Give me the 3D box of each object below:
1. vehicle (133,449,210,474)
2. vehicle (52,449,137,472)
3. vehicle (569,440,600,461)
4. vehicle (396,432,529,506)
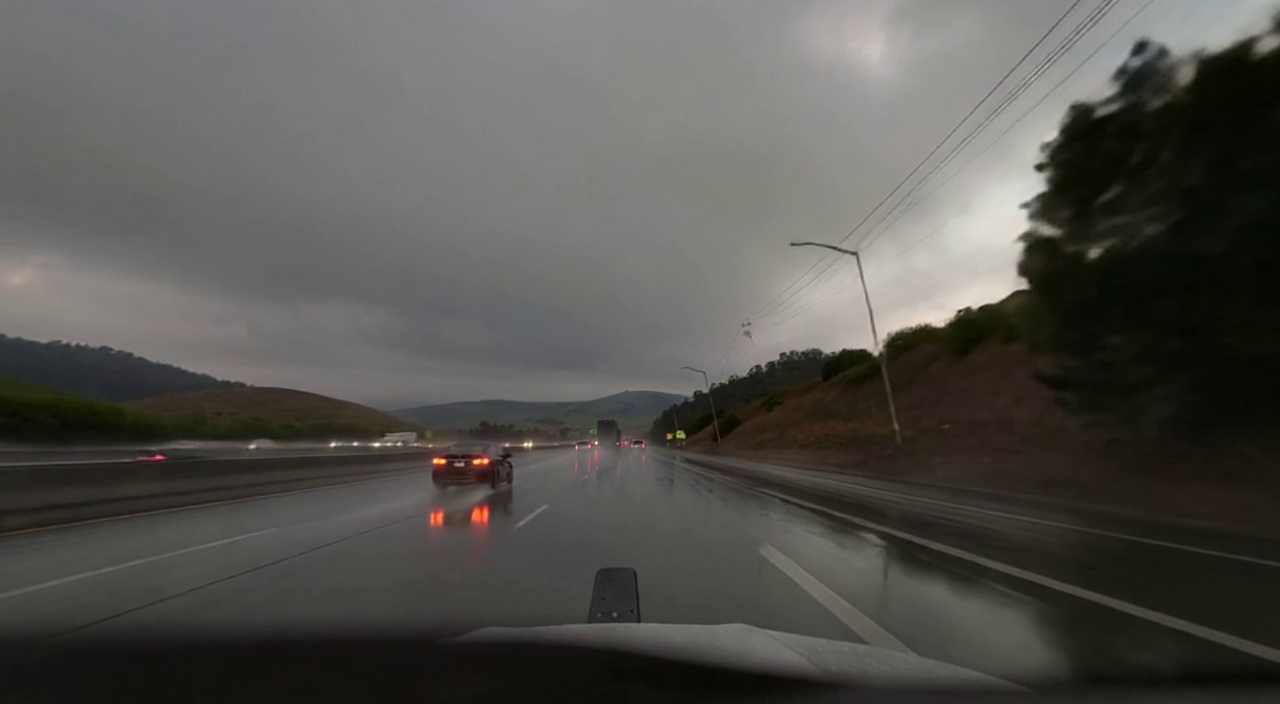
[{"bbox_3d":[-29.974,7.005,40.565,1.916,1.471,3.905,0,-9,1],"label":"vehicle"},{"bbox_3d":[-38.739,7.689,44.998,1.931,1.538,4.631,0,-9,-1],"label":"vehicle"},{"bbox_3d":[-4.164,7.500,48.044,2.038,1.533,4.103,0,-9,-1],"label":"vehicle"},{"bbox_3d":[-4.128,2.797,15.545,1.963,1.533,4.477,0,-9,0],"label":"vehicle"}]
